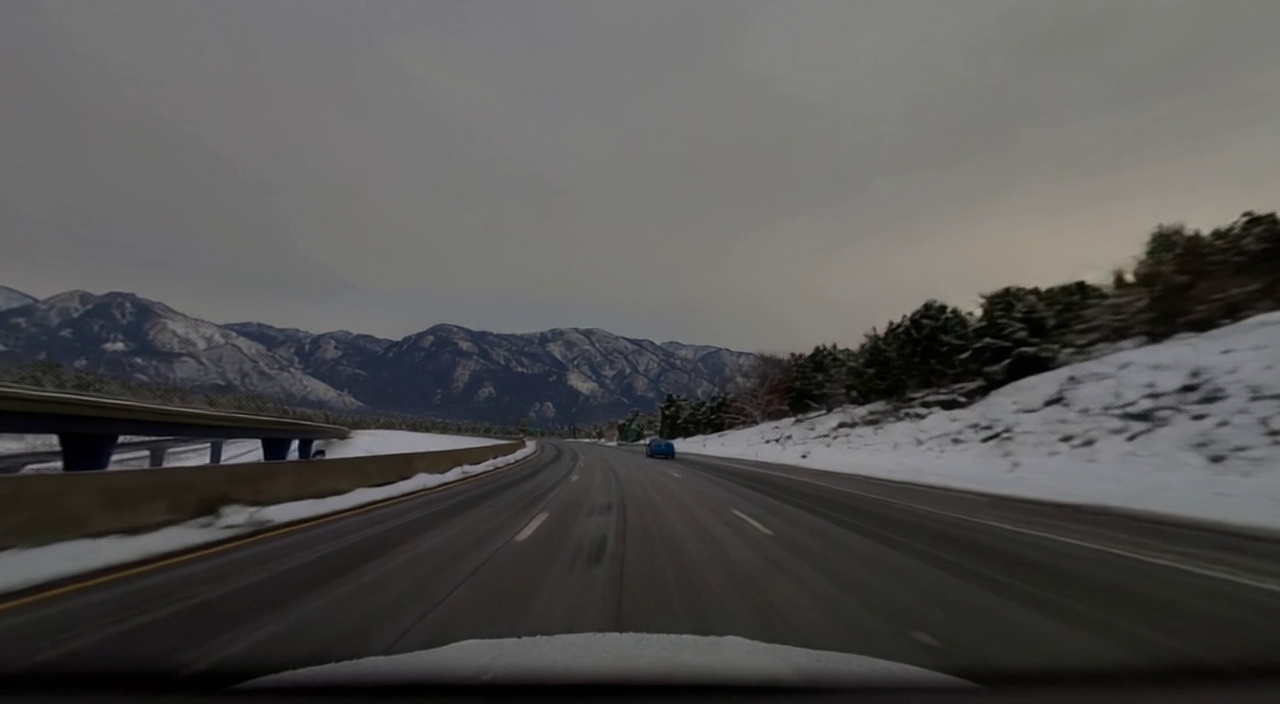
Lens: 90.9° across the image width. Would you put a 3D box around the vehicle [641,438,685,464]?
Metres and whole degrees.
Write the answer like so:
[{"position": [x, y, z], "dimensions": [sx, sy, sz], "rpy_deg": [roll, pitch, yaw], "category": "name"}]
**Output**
[{"position": [1.278, 5.792, 36.986], "dimensions": [1.985, 1.440, 4.466], "rpy_deg": [1, -8, -6], "category": "vehicle"}]
